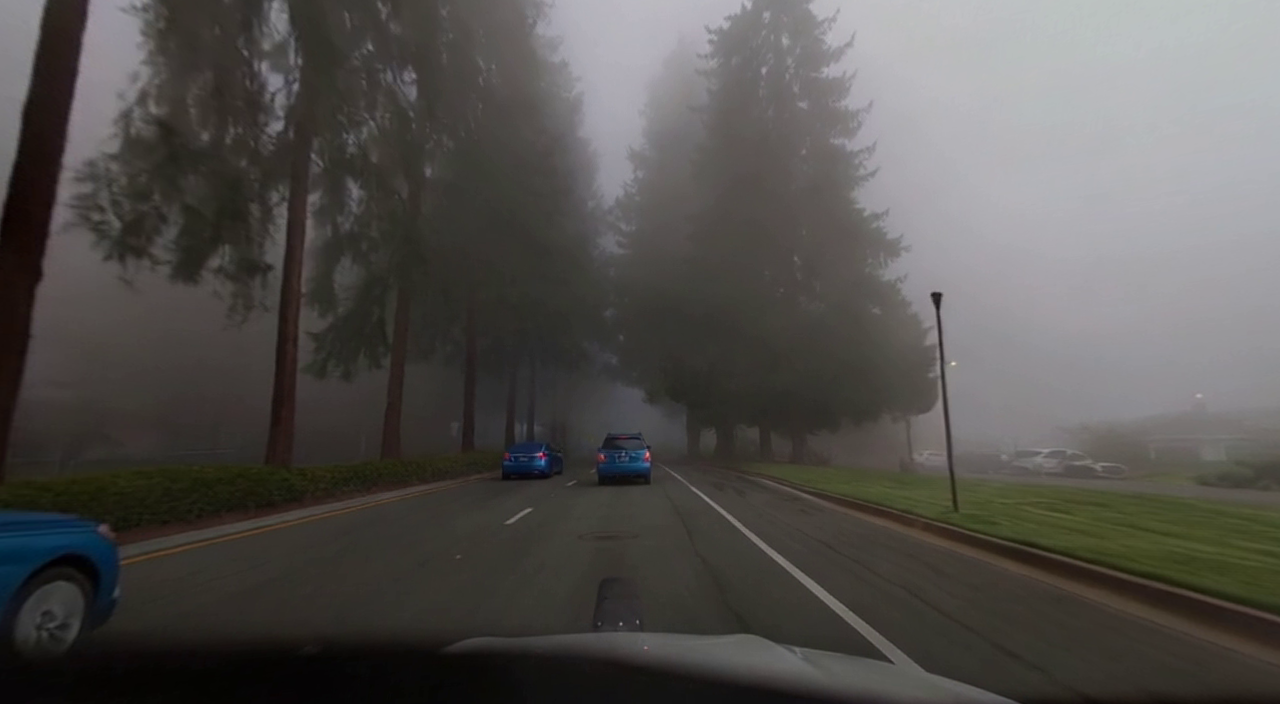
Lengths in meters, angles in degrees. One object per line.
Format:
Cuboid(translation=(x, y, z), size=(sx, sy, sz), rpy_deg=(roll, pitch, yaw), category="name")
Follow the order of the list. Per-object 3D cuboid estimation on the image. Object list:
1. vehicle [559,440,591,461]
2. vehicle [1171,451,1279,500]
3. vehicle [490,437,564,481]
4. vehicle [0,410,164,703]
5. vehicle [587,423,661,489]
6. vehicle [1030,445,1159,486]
Cuboid(translation=(-4.662, 7.139, 45.871), size=(1.831, 1.445, 3.851), rpy_deg=(0, -8, 1), category="vehicle")
Cuboid(translation=(20.451, 4.007, 20.786), size=(4.211, 1.477, 2.000), rpy_deg=(1, -9, -5), category="vehicle")
Cuboid(translation=(-4.081, 3.944, 23.532), size=(1.917, 1.448, 4.178), rpy_deg=(0, -8, 1), category="vehicle")
Cuboid(translation=(-4.128, 0.854, 1.875), size=(1.959, 1.485, 4.452), rpy_deg=(0, -8, 0), category="vehicle")
Cuboid(translation=(-0.470, 3.142, 19.295), size=(2.018, 1.769, 3.897), rpy_deg=(0, -8, -1), category="vehicle")
Cuboid(translation=(20.507, 5.098, 28.646), size=(4.387, 1.752, 1.903), rpy_deg=(0, -8, -3), category="vehicle")
